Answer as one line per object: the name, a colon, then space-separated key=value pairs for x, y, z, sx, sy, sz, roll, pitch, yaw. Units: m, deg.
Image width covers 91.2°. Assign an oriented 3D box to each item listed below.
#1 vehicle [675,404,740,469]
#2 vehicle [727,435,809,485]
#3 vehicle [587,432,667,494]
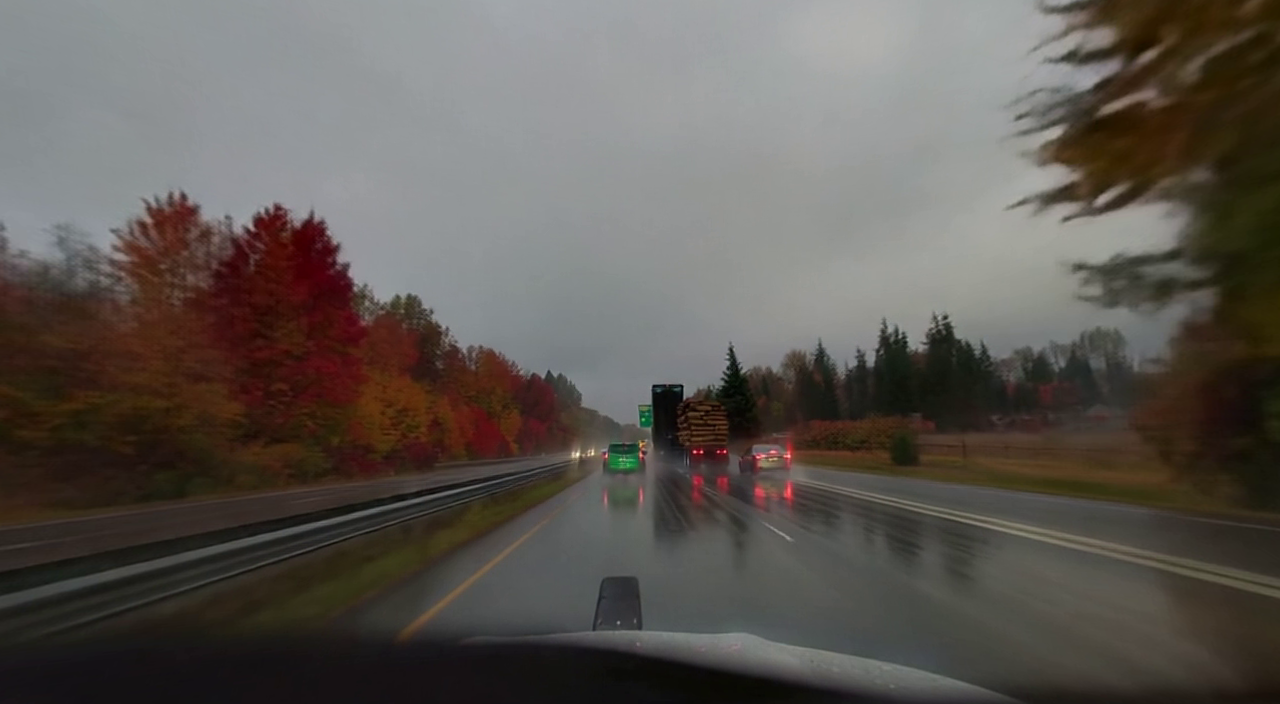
vehicle: x=4.317 y=5.740 z=42.259 sx=3.125 sy=3.895 sz=8.461 roll=0 pitch=-9 yaw=-2
vehicle: x=4.693 y=4.041 z=23.721 sx=2.057 sy=1.660 sz=4.525 roll=0 pitch=-9 yaw=-1
vehicle: x=-0.401 y=3.435 z=19.665 sx=2.263 sy=1.699 sz=3.936 roll=0 pitch=-9 yaw=-1
